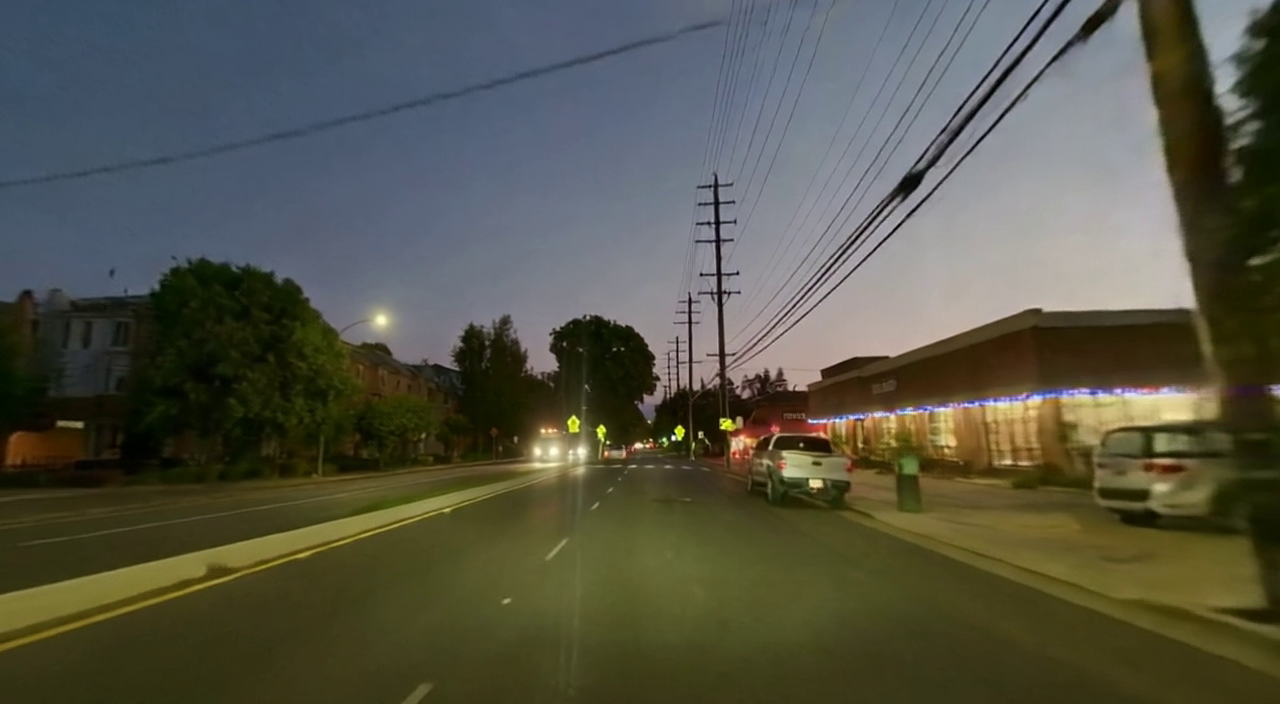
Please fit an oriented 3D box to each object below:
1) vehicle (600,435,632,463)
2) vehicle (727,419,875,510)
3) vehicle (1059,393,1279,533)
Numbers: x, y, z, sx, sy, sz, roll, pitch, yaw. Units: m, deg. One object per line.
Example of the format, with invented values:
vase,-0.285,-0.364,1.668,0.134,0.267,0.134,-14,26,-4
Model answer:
vehicle,-1.786,7.326,47.764,2.202,1.961,4.980,0,-8,0
vehicle,3.826,2.815,16.360,2.280,1.904,5.779,0,-8,-1
vehicle,9.567,1.631,9.498,4.818,1.847,2.257,0,-8,3
